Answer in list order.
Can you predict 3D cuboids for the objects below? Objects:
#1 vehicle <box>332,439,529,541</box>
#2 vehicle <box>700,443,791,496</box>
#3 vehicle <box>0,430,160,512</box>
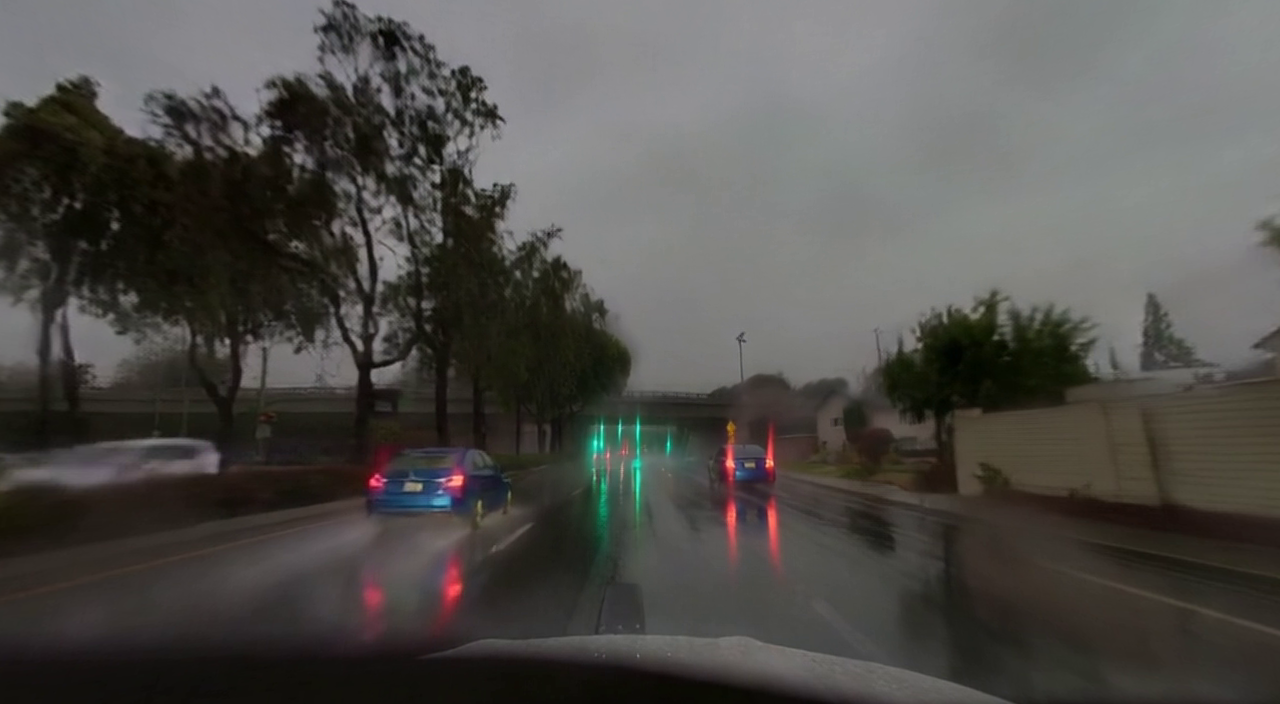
[{"bbox_3d":[-3.500,2.382,11.635,2.060,1.484,4.417,0,-8,1],"label":"vehicle"},{"bbox_3d":[3.208,3.677,20.175,2.068,1.497,4.247,0,-8,-2],"label":"vehicle"},{"bbox_3d":[-13.773,2.643,14.436,2.090,1.600,4.492,0,-8,-1],"label":"vehicle"}]
